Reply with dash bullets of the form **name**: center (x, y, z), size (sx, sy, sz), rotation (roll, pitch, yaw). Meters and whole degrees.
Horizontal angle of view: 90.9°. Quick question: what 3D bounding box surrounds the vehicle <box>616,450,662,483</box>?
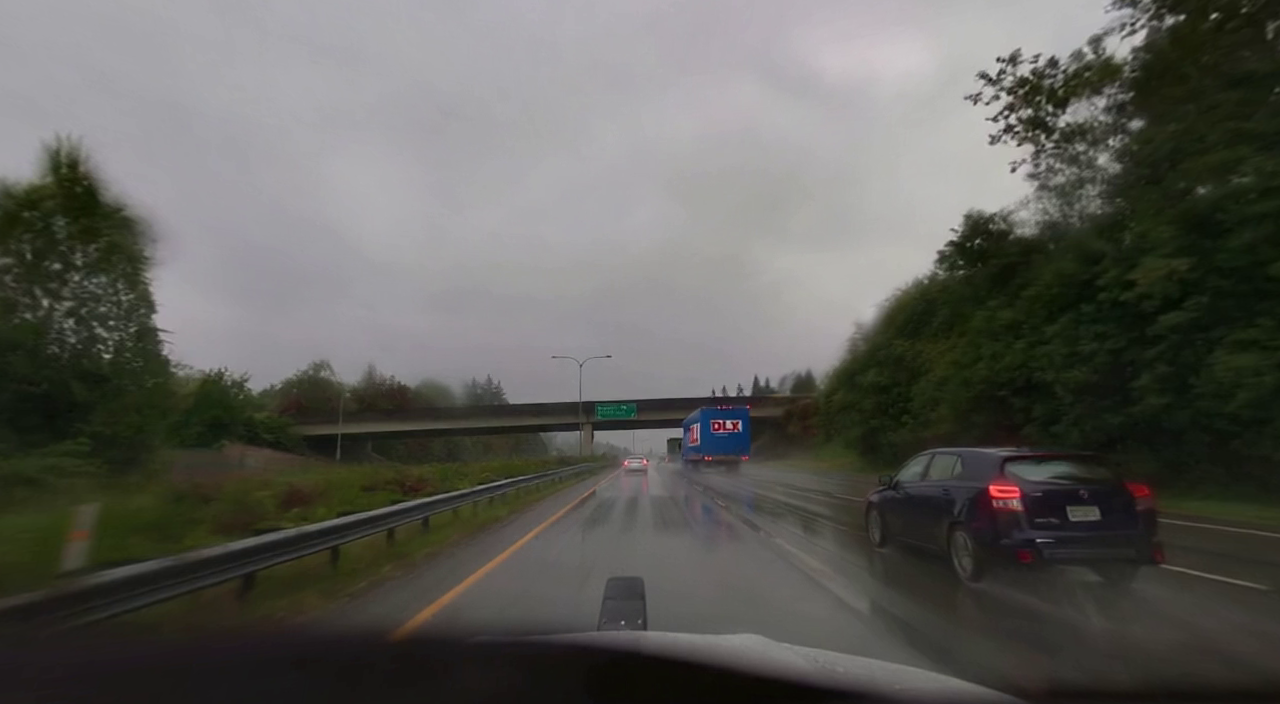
- **vehicle**: center (-0.046, 5.402, 29.942), size (2.055, 1.445, 3.661), rotation (0, -9, 0)

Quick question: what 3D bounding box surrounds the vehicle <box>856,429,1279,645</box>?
- **vehicle**: center (3.909, 1.596, 6.467), size (1.894, 1.452, 4.164), rotation (0, -9, 0)

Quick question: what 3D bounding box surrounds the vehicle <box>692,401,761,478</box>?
- **vehicle**: center (4.892, 5.227, 37.282), size (2.838, 3.985, 8.010), rotation (0, -9, 0)
